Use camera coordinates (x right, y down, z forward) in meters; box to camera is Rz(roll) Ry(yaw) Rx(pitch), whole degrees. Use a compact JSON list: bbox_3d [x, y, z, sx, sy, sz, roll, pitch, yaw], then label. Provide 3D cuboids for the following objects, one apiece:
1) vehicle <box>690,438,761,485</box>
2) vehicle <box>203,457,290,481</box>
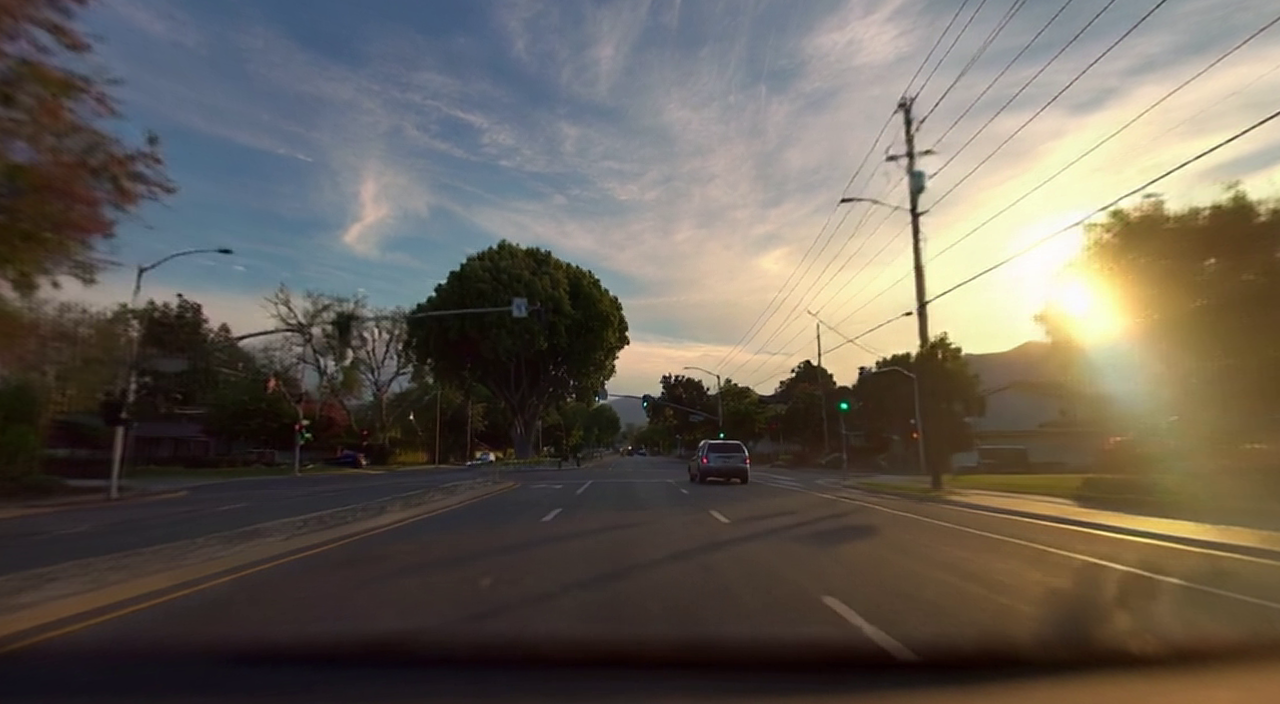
[{"bbox_3d":[3.499,4.578,26.775,2.240,1.781,4.433,0,-8,-2],"label":"vehicle"},{"bbox_3d":[-26.348,7.847,42.314,4.447,1.499,1.984,0,-8,0],"label":"vehicle"}]
